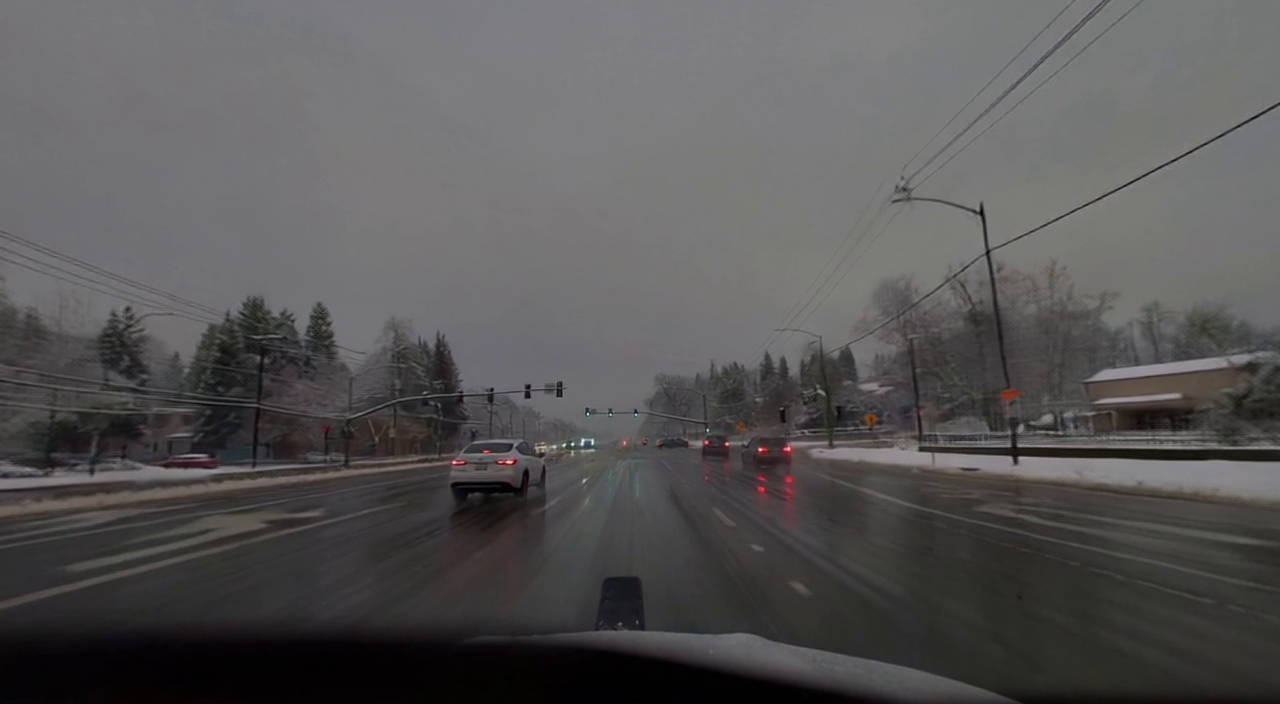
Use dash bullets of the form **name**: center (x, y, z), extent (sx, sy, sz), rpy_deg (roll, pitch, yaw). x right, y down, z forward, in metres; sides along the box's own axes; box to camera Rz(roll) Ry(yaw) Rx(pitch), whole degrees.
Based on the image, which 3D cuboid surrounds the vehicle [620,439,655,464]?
- **vehicle**: center (-0.184, 6.273, 39.907), extent (2.098, 1.431, 3.958), rpy_deg (0, -8, -1)

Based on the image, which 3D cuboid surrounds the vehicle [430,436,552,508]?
- **vehicle**: center (-3.380, 2.791, 15.235), extent (1.837, 1.463, 4.311), rpy_deg (0, -8, 1)

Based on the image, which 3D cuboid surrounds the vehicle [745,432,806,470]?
- **vehicle**: center (6.546, 4.832, 31.053), extent (1.945, 1.706, 4.190), rpy_deg (0, -8, -2)
